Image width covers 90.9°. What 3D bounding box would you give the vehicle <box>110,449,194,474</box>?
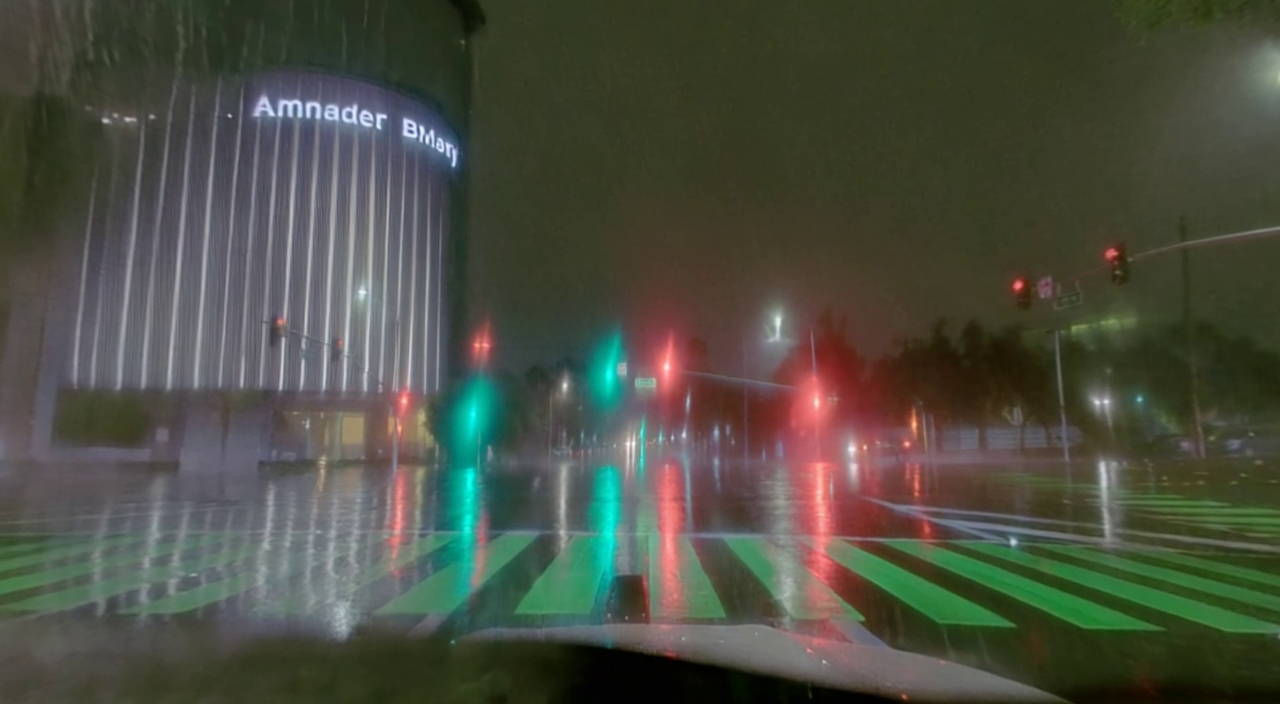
[{"bbox_3d":[-33.050,7.406,42.760,4.136,1.661,1.857,0,-8,1],"label":"vehicle"}]

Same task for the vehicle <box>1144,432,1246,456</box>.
[{"bbox_3d":[36.188,6.020,41.183,4.767,1.456,1.858,-1,-8,3],"label":"vehicle"}]

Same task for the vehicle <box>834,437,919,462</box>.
[{"bbox_3d":[14.550,6.037,39.049,4.529,1.457,1.981,-1,-9,7],"label":"vehicle"}]

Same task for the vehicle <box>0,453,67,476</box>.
[{"bbox_3d":[-41.639,7.639,42.776,3.698,1.467,1.779,0,-8,1],"label":"vehicle"}]
